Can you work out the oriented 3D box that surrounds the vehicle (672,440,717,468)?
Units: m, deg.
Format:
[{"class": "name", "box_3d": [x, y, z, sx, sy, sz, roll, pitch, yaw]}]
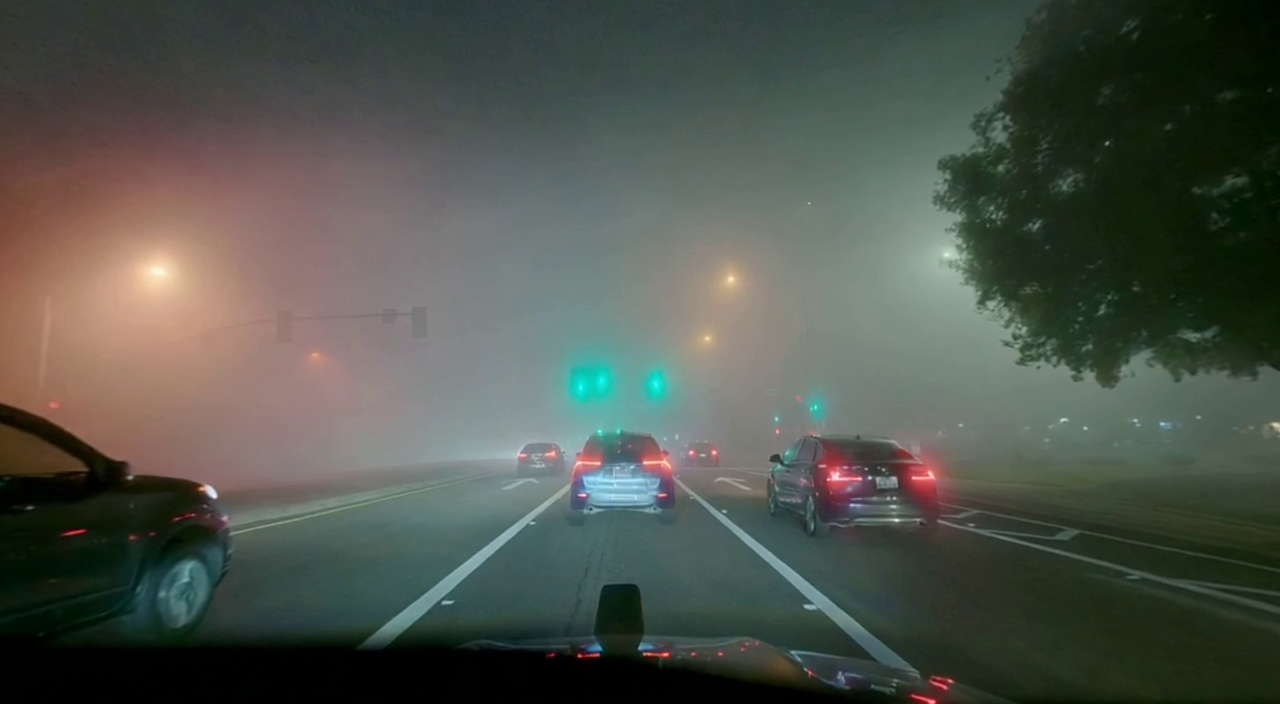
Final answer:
[{"class": "vehicle", "box_3d": [3.047, 5.829, 36.384, 2.171, 1.469, 4.420, 0, -8, 0]}]

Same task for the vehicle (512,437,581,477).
[{"class": "vehicle", "box_3d": [-3.760, 4.313, 26.219, 2.163, 1.488, 4.511, 0, -8, 0]}]

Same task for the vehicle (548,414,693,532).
[{"class": "vehicle", "box_3d": [-0.316, 2.095, 11.467, 2.150, 1.725, 4.096, 0, -8, -1]}]

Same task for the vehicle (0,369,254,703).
[{"class": "vehicle", "box_3d": [-3.814, 0.859, 2.629, 1.823, 1.602, 4.061, 0, -8, 0]}]

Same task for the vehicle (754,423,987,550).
[{"class": "vehicle", "box_3d": [3.233, 1.970, 9.923, 2.068, 1.541, 4.041, 0, -8, -1]}]
